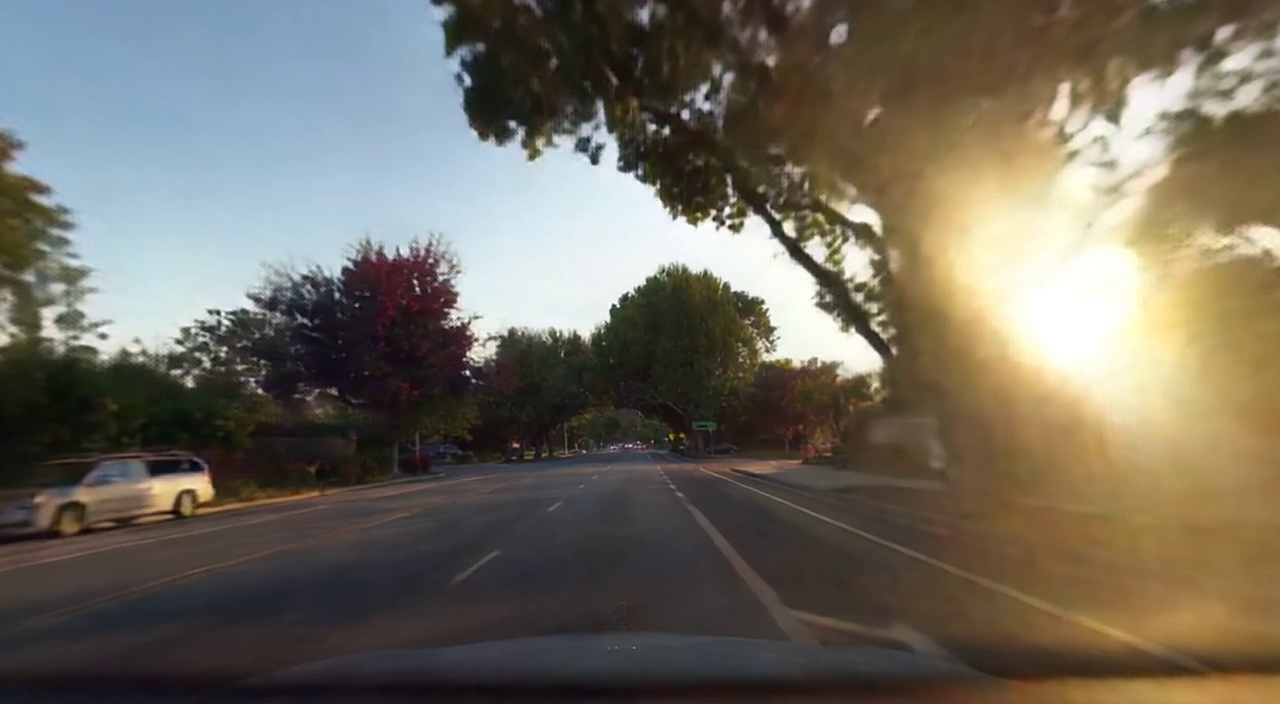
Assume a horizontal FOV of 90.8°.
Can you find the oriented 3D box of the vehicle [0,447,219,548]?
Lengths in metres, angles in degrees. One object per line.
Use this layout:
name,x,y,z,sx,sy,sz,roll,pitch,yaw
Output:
vehicle,-11.482,2.943,13.306,2.047,1.710,4.473,-3,-9,2
